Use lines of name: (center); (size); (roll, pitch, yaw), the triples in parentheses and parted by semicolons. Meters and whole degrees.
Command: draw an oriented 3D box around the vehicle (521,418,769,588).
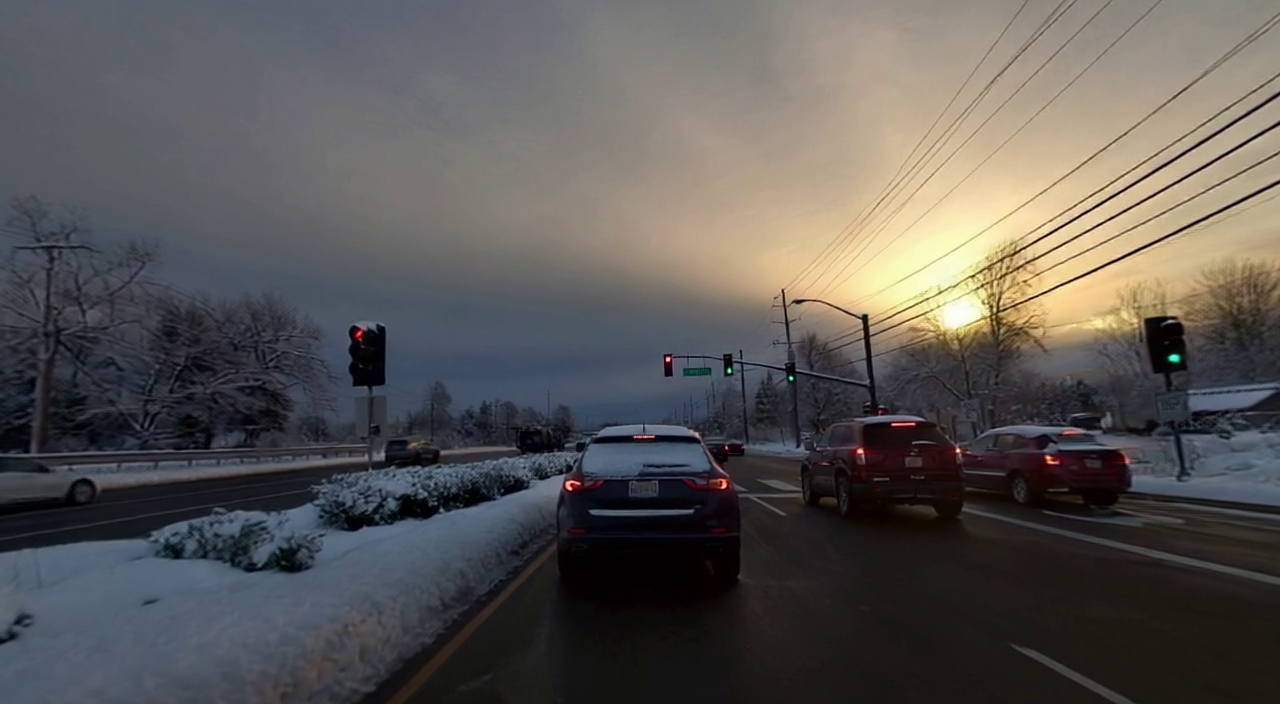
vehicle: (0.063, 1.676, 7.894); (2.208, 1.498, 4.401); (0, -8, 1)

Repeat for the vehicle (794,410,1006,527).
vehicle: (4.439, 2.073, 11.678); (2.140, 1.753, 4.256); (0, -8, 1)

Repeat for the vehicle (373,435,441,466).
vehicle: (-16.049, 6.840, 43.846); (2.262, 1.967, 5.814); (-1, -8, 3)

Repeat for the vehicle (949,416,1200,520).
vehicle: (8.298, 2.256, 12.688); (1.993, 1.712, 4.322); (0, -8, 1)
